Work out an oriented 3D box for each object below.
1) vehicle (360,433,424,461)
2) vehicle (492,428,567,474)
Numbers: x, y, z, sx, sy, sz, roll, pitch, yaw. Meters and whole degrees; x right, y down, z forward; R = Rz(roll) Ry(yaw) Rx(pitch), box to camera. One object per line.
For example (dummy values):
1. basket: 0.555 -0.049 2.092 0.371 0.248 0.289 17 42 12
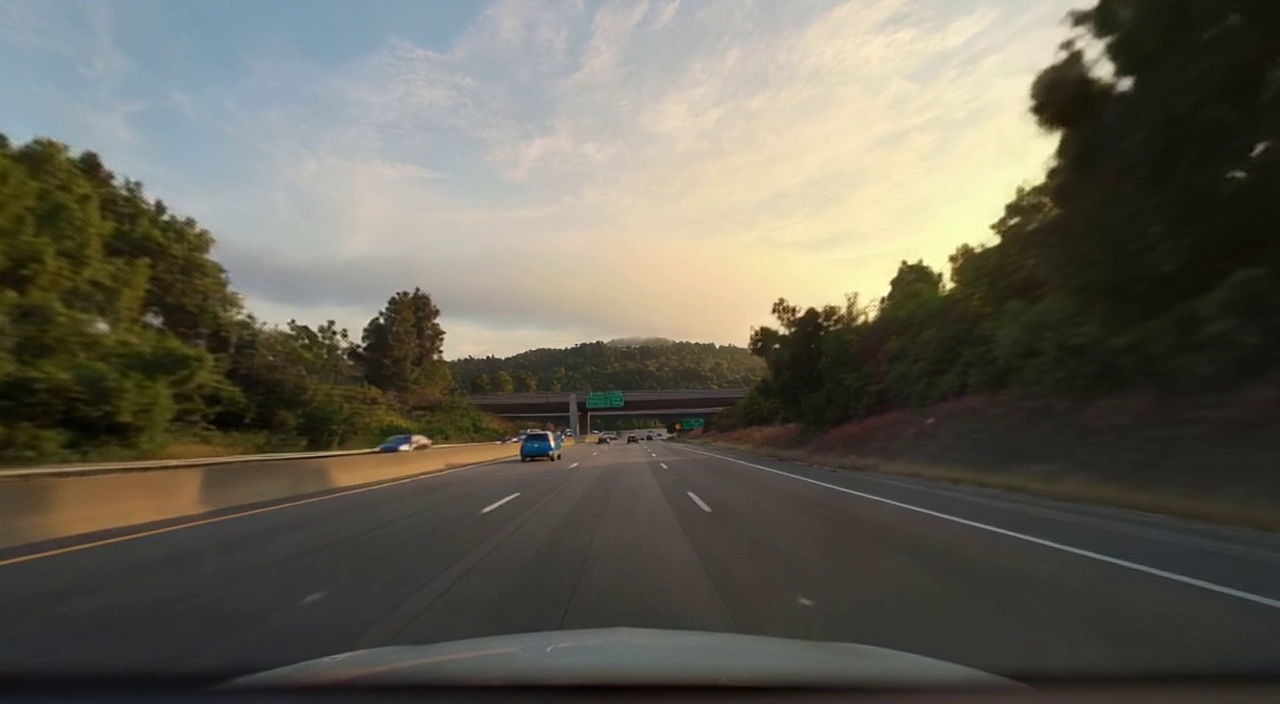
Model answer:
1. vehicle: -13.818 5.290 35.383 1.898 1.445 4.372 0 -8 -2
2. vehicle: -4.185 3.807 24.645 2.086 1.624 4.607 0 -8 0
